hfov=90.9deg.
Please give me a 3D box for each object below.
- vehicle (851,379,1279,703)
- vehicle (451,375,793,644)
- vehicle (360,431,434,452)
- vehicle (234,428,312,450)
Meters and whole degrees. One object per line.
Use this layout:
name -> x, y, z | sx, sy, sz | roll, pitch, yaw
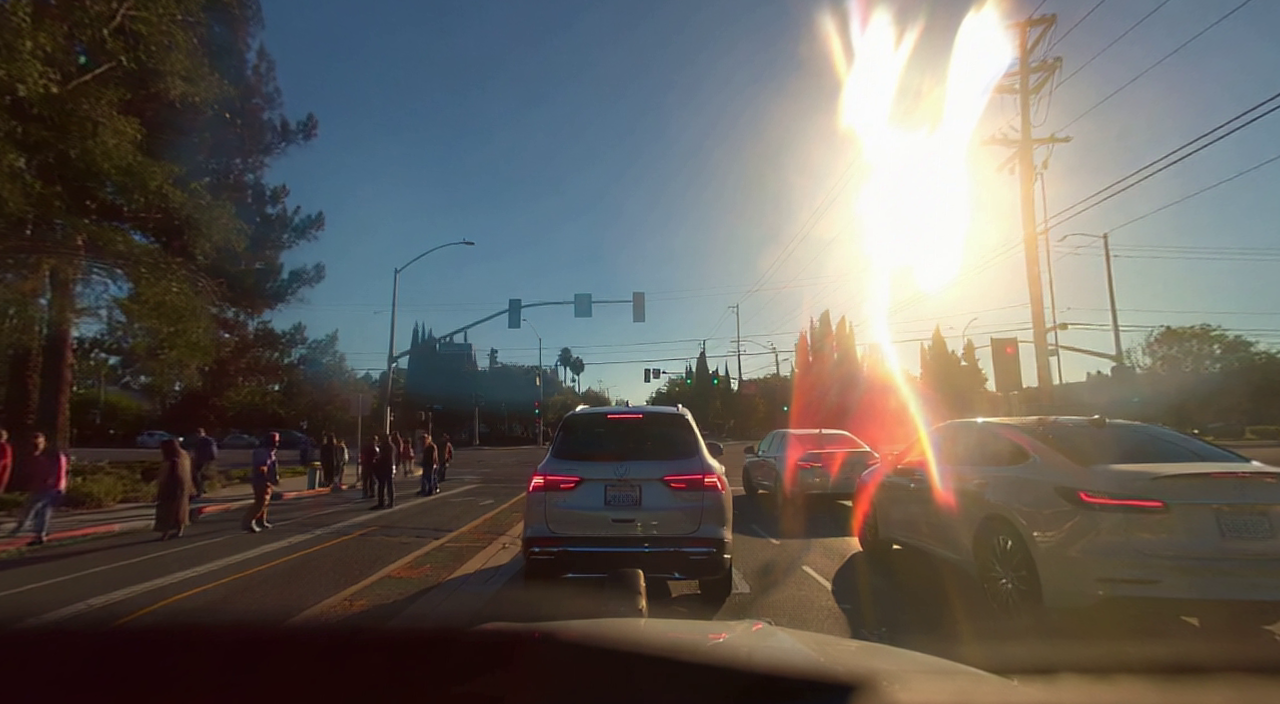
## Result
vehicle -> 3.548, 1.299, 5.503 | 1.948, 1.677, 4.437 | 0, -8, 1
vehicle -> -0.167, 1.371, 6.524 | 2.271, 1.786, 4.443 | 0, -8, -1
vehicle -> -17.790, 6.562, 46.345 | 4.607, 1.478, 1.995 | 0, -8, 0
vehicle -> -27.392, 6.525, 47.187 | 4.587, 1.639, 1.878 | 0, -8, 0
